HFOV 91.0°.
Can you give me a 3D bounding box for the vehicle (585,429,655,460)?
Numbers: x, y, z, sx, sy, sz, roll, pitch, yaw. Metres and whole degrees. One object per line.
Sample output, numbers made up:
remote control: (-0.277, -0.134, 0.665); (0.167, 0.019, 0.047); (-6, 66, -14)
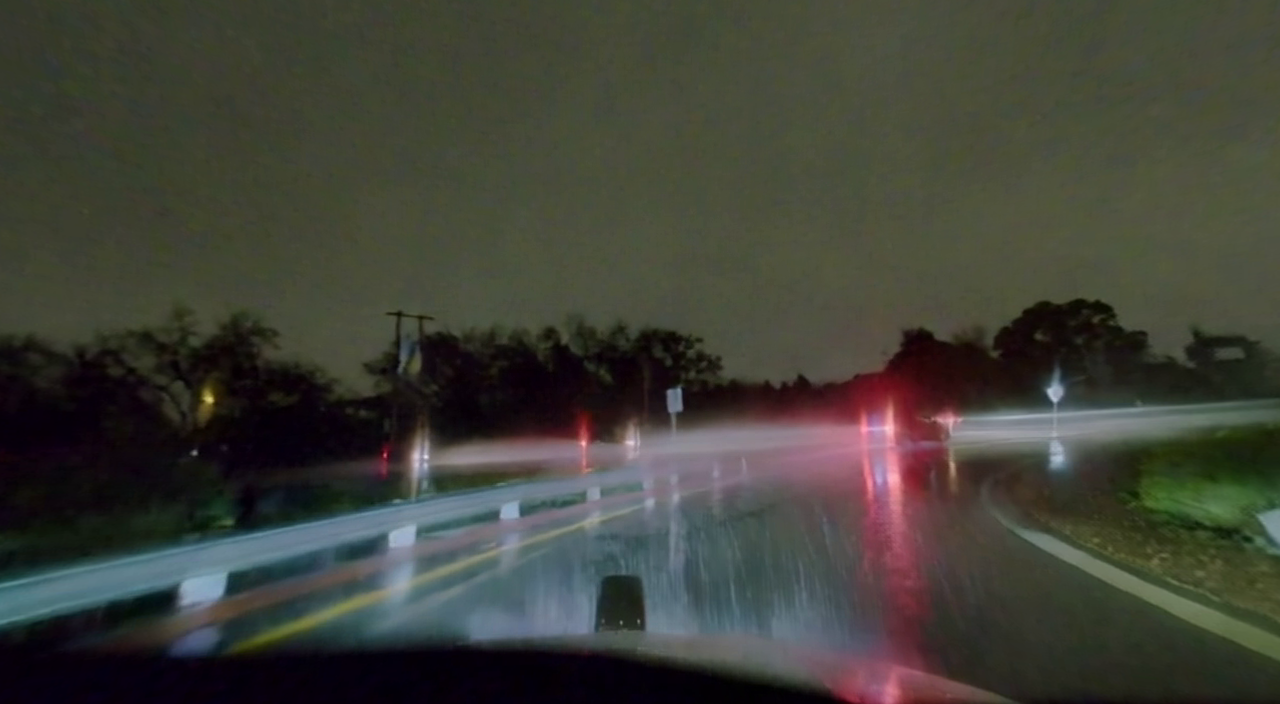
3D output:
vehicle: (-1.307, 5.859, 39.893); (3.990, 1.549, 1.971); (-1, -13, -13)
